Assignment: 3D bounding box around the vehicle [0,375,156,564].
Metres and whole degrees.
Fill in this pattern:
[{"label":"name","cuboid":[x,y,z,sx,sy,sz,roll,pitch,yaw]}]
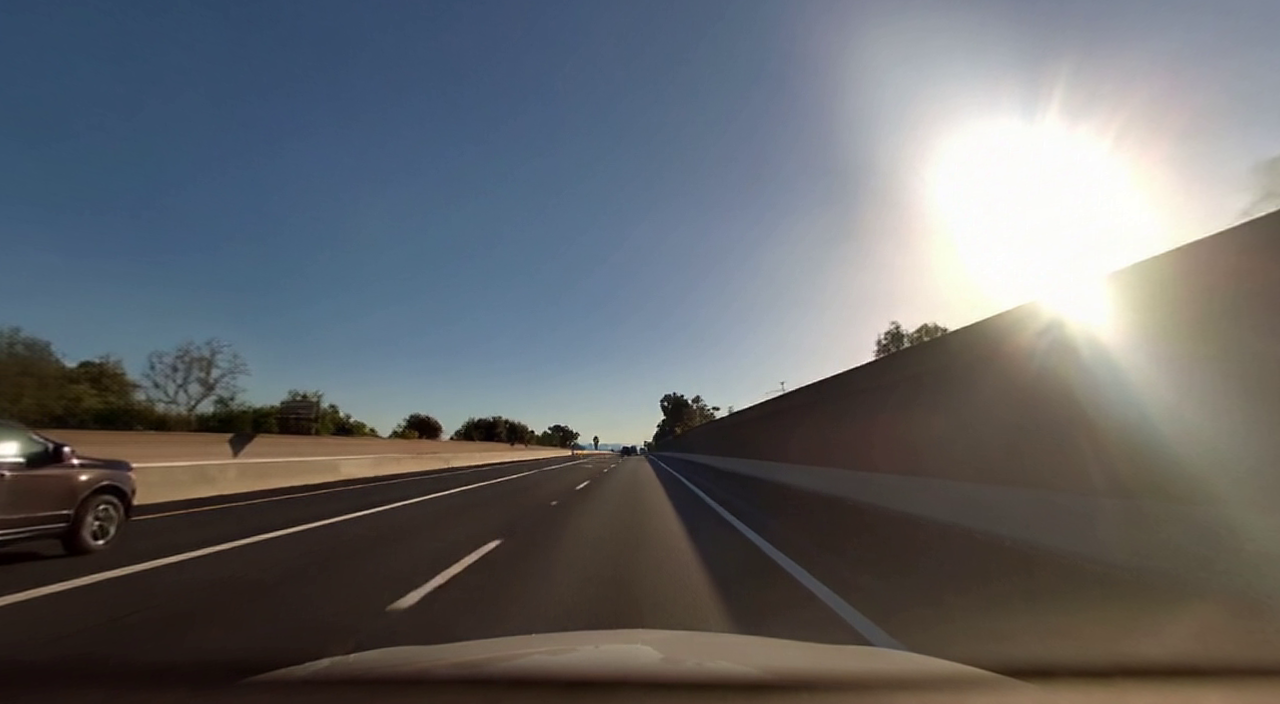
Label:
[{"label":"vehicle","cuboid":[-7.758,1.140,6.065,2.163,1.947,4.959,0,-9,0]}]
